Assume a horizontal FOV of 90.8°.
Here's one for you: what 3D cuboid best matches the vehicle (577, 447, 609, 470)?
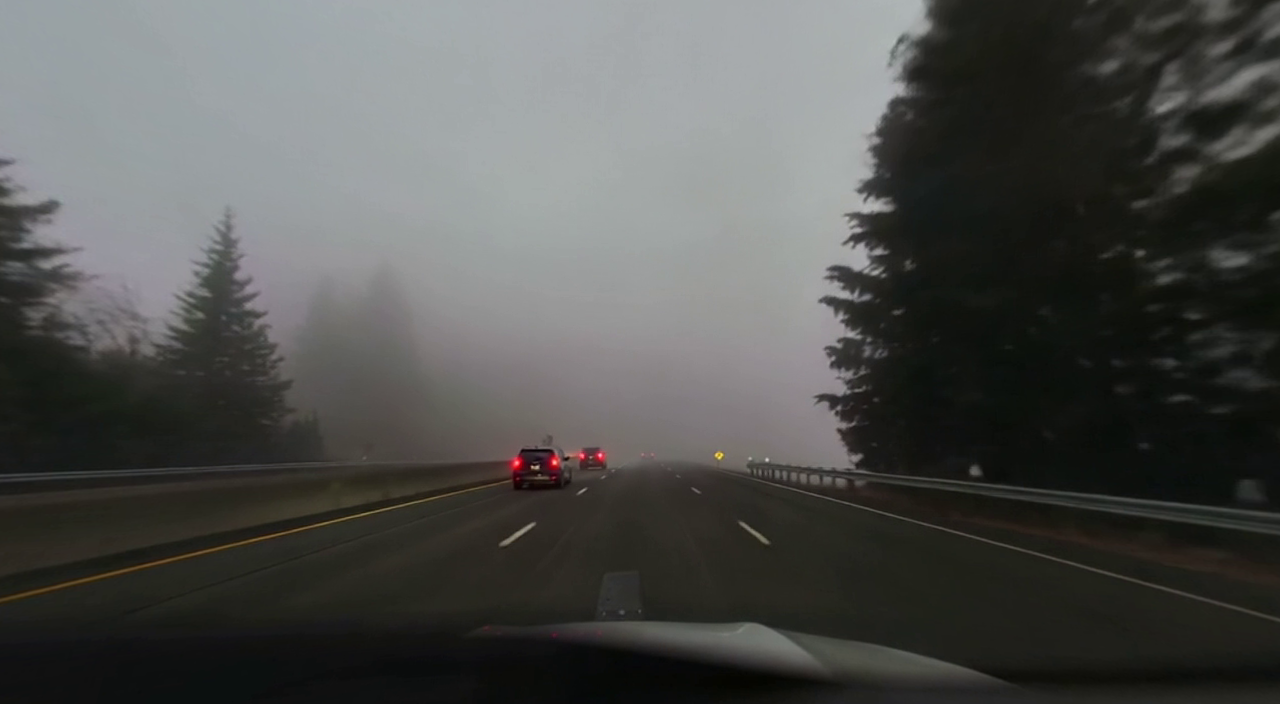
[{"bbox_3d":[-3.432,7.874,46.704,1.996,1.565,4.159,0,-9,0],"label":"vehicle"}]

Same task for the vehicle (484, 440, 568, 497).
[{"bbox_3d":[-3.518,3.677,20.218,1.846,1.600,4.108,0,-9,1],"label":"vehicle"}]
